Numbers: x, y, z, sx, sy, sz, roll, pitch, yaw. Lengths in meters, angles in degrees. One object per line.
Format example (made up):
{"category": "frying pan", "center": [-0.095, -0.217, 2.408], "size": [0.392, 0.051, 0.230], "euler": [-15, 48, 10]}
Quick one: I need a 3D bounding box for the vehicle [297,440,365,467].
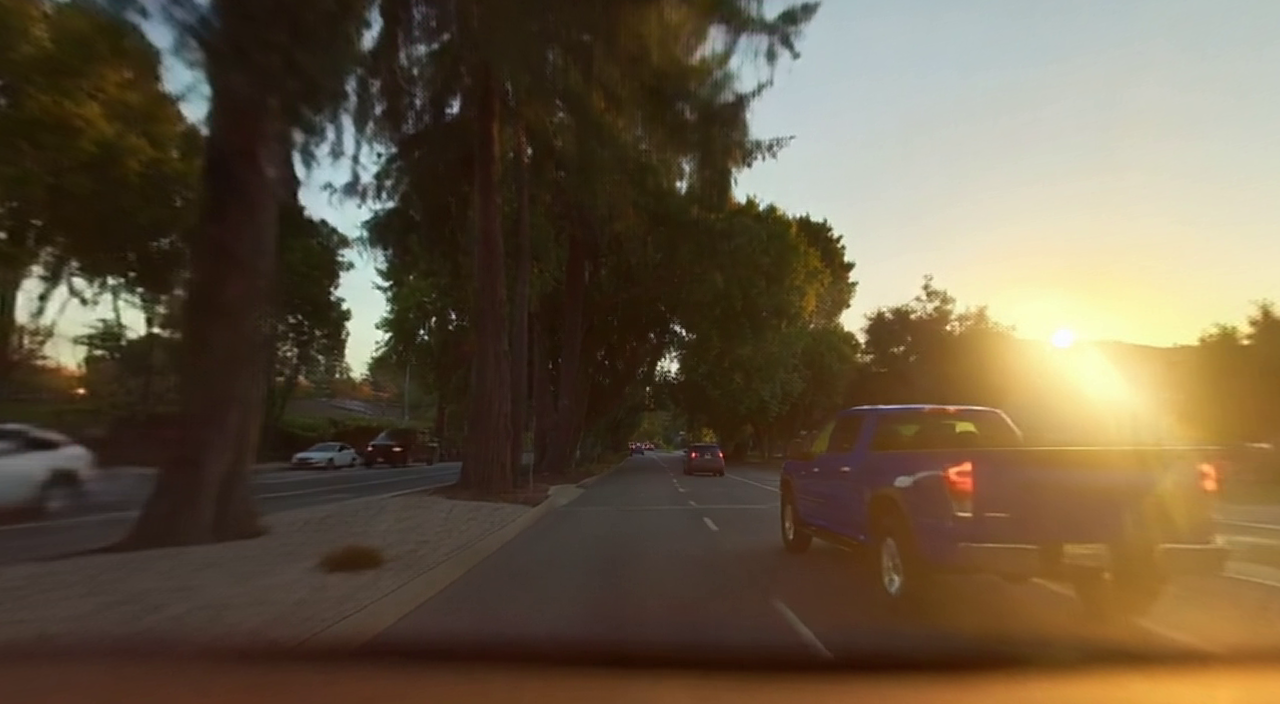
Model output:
{"category": "vehicle", "center": [-19.207, 6.320, 39.439], "size": [2.002, 1.525, 4.353], "euler": [0, -8, 0]}

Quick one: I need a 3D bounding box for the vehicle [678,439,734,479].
{"category": "vehicle", "center": [3.025, 5.036, 29.908], "size": [2.108, 1.712, 4.616], "euler": [0, -8, -1]}

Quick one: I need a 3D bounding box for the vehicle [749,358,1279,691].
{"category": "vehicle", "center": [2.929, 1.418, 6.601], "size": [2.553, 1.942, 5.679], "euler": [0, -8, 0]}

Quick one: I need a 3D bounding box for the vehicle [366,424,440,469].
{"category": "vehicle", "center": [-14.612, 5.880, 39.315], "size": [2.359, 2.543, 5.850], "euler": [0, -8, 0]}
